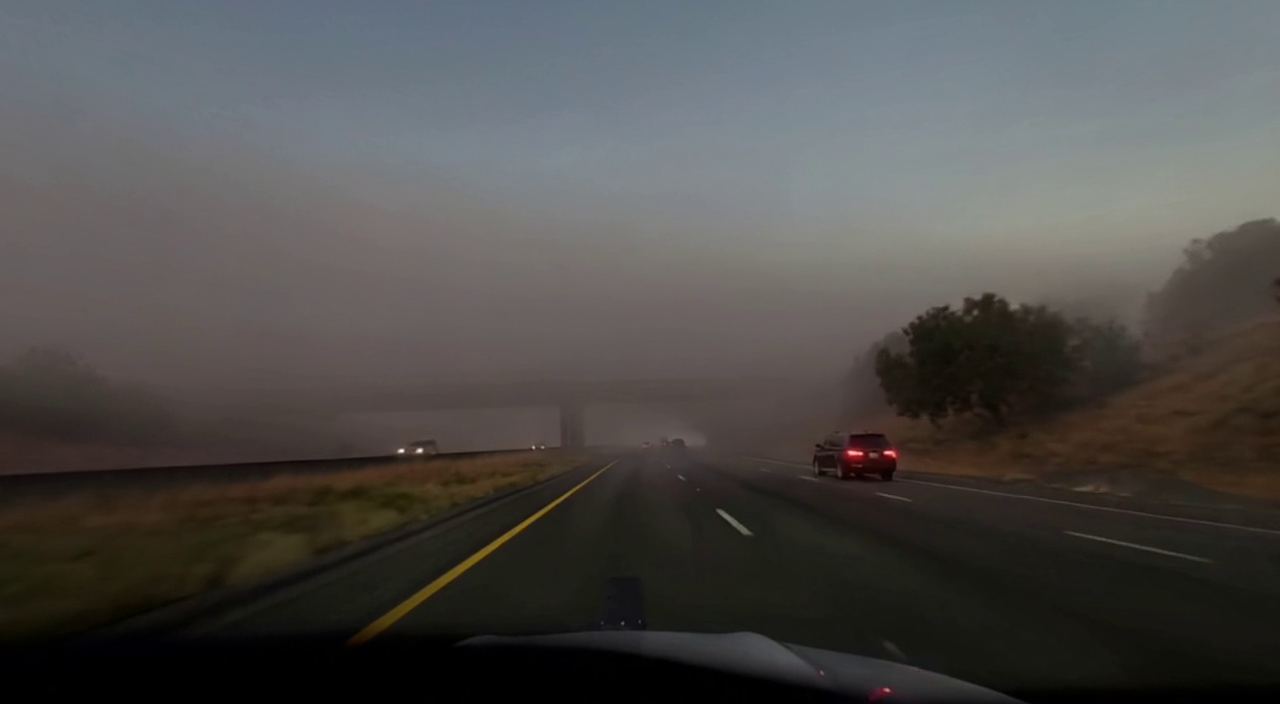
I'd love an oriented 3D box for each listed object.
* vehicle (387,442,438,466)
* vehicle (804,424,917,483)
[{"bbox_3d":[-16.981,7.641,47.147,1.910,1.704,5.056,0,-9,0],"label":"vehicle"},{"bbox_3d":[8.446,3.978,24.749,2.362,2.037,5.409,0,-9,-1],"label":"vehicle"}]
